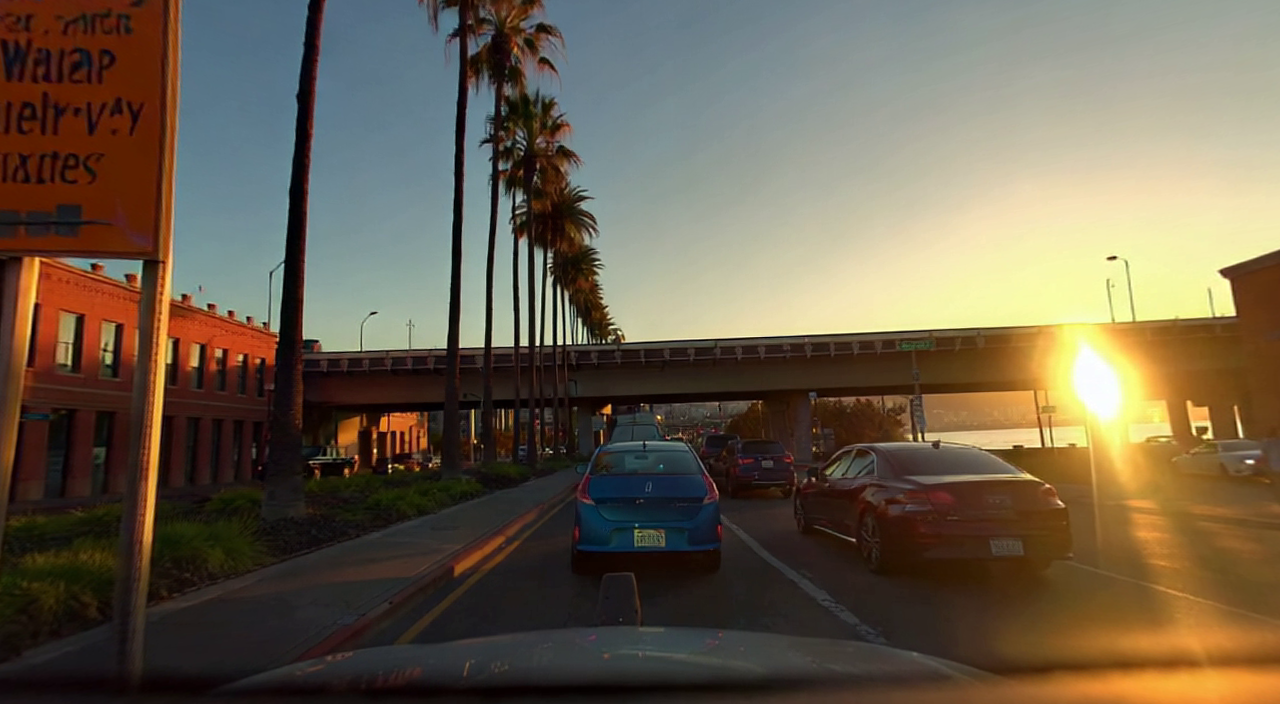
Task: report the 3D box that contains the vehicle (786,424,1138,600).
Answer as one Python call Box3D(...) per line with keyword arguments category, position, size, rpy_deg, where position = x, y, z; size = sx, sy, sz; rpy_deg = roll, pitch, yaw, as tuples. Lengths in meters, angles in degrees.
Box3D(category="vehicle", position=(3.289, 1.711, 7.705), size=(1.920, 1.490, 4.417), rpy_deg=(0, -9, -1))

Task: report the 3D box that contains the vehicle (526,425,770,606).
Box3D(category="vehicle", position=(0.063, 1.662, 7.246), size=(2.048, 1.503, 3.681), rpy_deg=(0, -9, 0))

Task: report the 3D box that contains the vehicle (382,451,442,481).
Box3D(category="vehicle", position=(-14.937, 7.480, 41.662), size=(2.104, 1.802, 4.852), rpy_deg=(-1, -8, 1))
